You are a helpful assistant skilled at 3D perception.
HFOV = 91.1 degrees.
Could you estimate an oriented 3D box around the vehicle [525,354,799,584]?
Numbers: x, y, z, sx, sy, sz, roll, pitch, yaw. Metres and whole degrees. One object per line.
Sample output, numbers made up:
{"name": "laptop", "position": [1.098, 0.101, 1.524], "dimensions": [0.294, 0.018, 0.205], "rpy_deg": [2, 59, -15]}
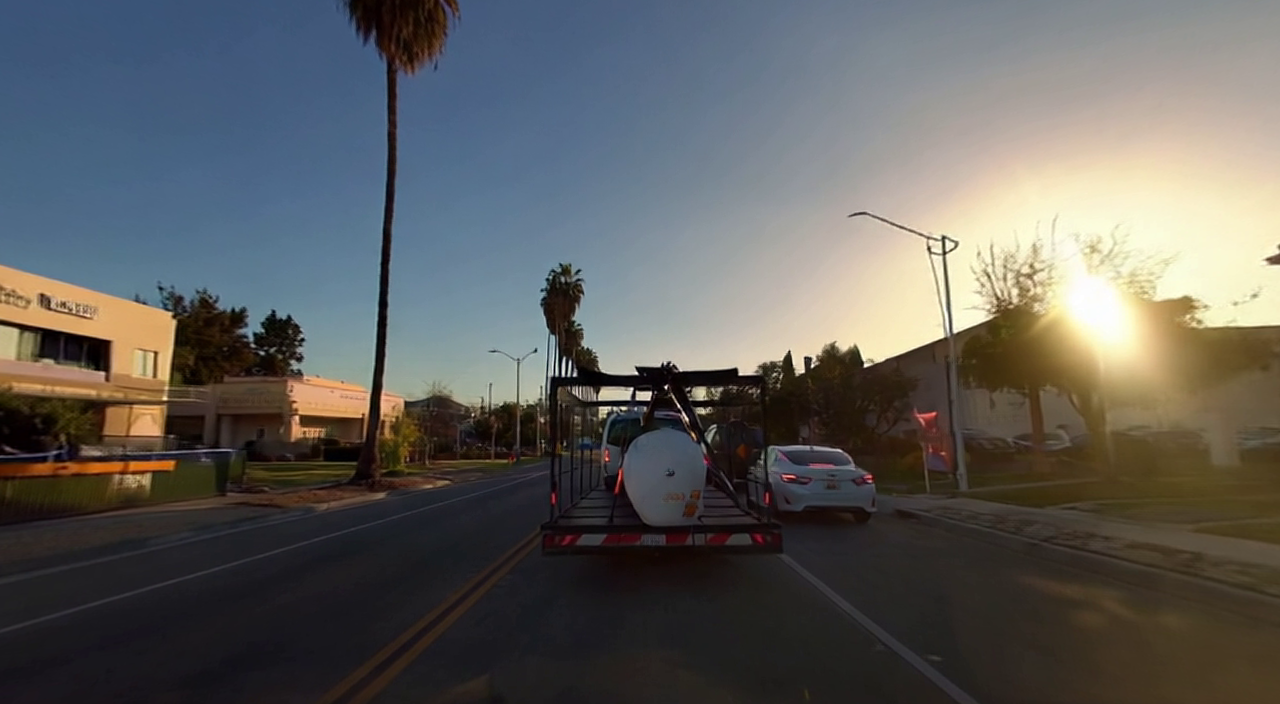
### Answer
{"name": "vehicle", "position": [0.186, 1.638, 9.621], "dimensions": [2.728, 2.305, 6.506], "rpy_deg": [0, -8, -1]}

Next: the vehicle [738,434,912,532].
{"name": "vehicle", "position": [3.204, 2.346, 11.865], "dimensions": [2.010, 1.499, 4.107], "rpy_deg": [0, -8, 0]}

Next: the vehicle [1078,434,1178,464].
{"name": "vehicle", "position": [28.519, 5.688, 36.844], "dimensions": [4.193, 1.633, 1.928], "rpy_deg": [-4, -9, 26]}
